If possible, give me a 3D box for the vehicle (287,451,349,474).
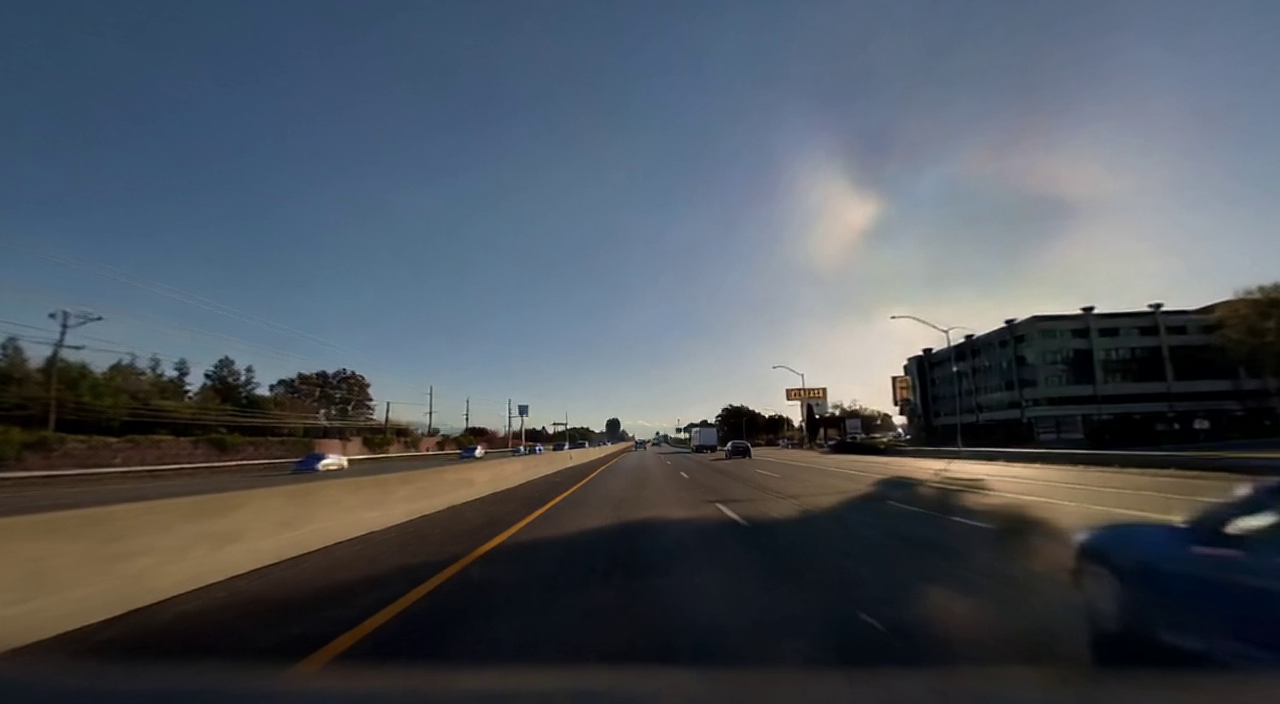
[{"bbox_3d":[-23.051,7.899,45.108,1.860,1.464,4.608,0,-9,3],"label":"vehicle"}]

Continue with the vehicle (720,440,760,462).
[{"bbox_3d":[7.306,7.283,46.192,2.079,1.518,5.032,0,-9,0],"label":"vehicle"}]
